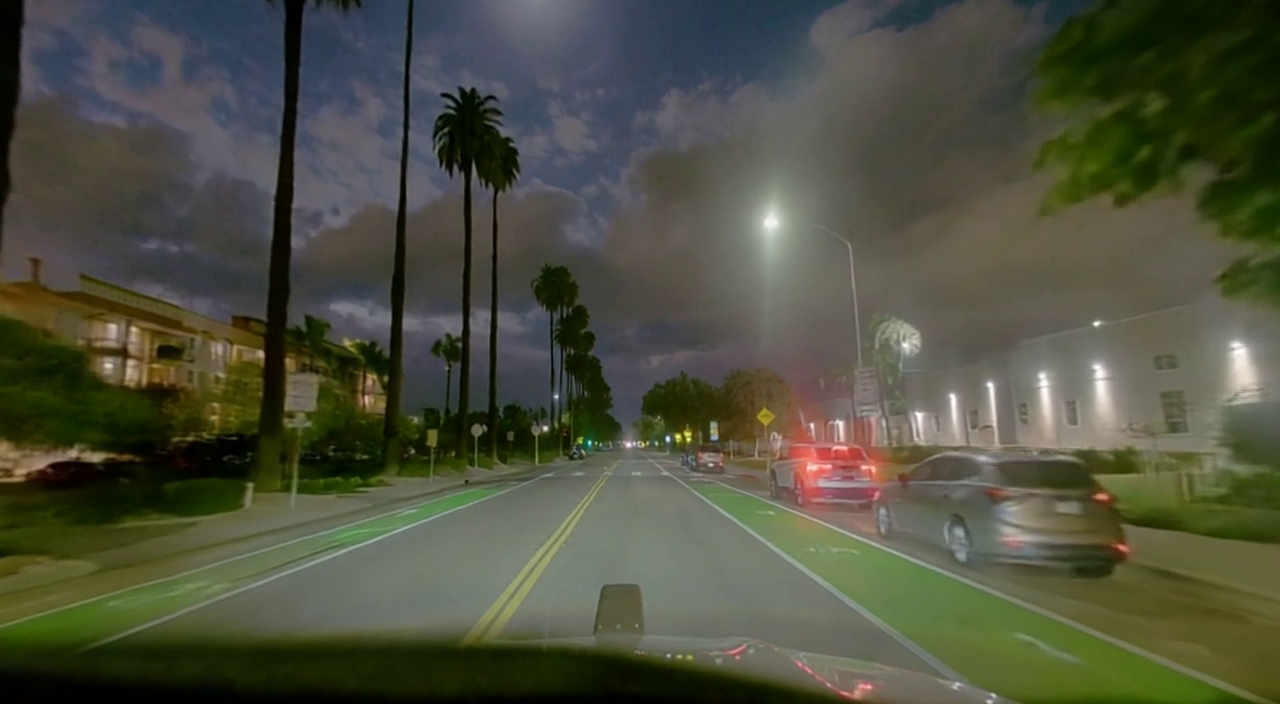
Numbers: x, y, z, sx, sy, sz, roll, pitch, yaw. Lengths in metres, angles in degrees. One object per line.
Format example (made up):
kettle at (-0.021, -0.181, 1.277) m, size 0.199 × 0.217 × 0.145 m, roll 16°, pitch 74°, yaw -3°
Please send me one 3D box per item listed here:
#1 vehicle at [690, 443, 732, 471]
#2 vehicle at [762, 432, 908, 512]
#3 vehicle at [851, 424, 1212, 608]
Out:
vehicle at (4.366, 6.548, 39.561) m, size 1.997 × 1.640 × 4.494 m, roll 0°, pitch -9°, yaw -1°
vehicle at (4.748, 3.002, 16.315) m, size 2.144 × 1.720 × 4.794 m, roll 0°, pitch -9°, yaw -1°
vehicle at (4.492, 1.913, 8.298) m, size 2.000 × 1.732 × 4.298 m, roll -1°, pitch -9°, yaw 1°
